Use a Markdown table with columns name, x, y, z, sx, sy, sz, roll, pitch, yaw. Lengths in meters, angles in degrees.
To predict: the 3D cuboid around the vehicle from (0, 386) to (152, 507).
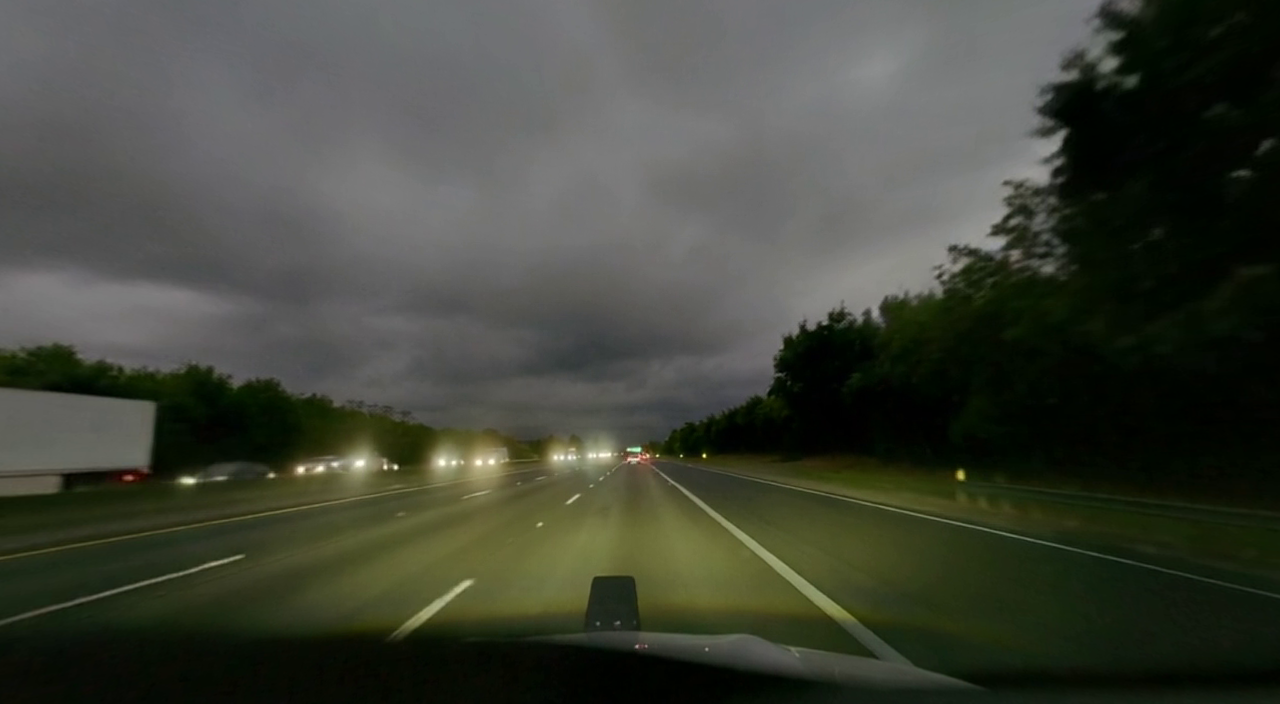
| name | x | y | z | sx | sy | sz | roll | pitch | yaw |
| --- | --- | --- | --- | --- | --- | --- | --- | --- | --- |
| vehicle | -22.786 | 3.037 | 20.155 | 2.894 | 4.016 | 14.067 | 0 | -9 | 0 |

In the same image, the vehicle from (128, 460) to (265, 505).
| name | x | y | z | sx | sy | sz | roll | pitch | yaw |
| --- | --- | --- | --- | --- | --- | --- | --- | --- | --- |
| vehicle | -16.967 | 4.970 | 24.324 | 1.890 | 1.499 | 4.573 | 0 | -9 | 1 |

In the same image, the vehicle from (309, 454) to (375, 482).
| name | x | y | z | sx | sy | sz | roll | pitch | yaw |
| --- | --- | --- | --- | --- | --- | --- | --- | --- | --- |
| vehicle | -18.905 | 7.359 | 39.968 | 1.926 | 1.583 | 4.652 | 0 | -9 | 0 |
